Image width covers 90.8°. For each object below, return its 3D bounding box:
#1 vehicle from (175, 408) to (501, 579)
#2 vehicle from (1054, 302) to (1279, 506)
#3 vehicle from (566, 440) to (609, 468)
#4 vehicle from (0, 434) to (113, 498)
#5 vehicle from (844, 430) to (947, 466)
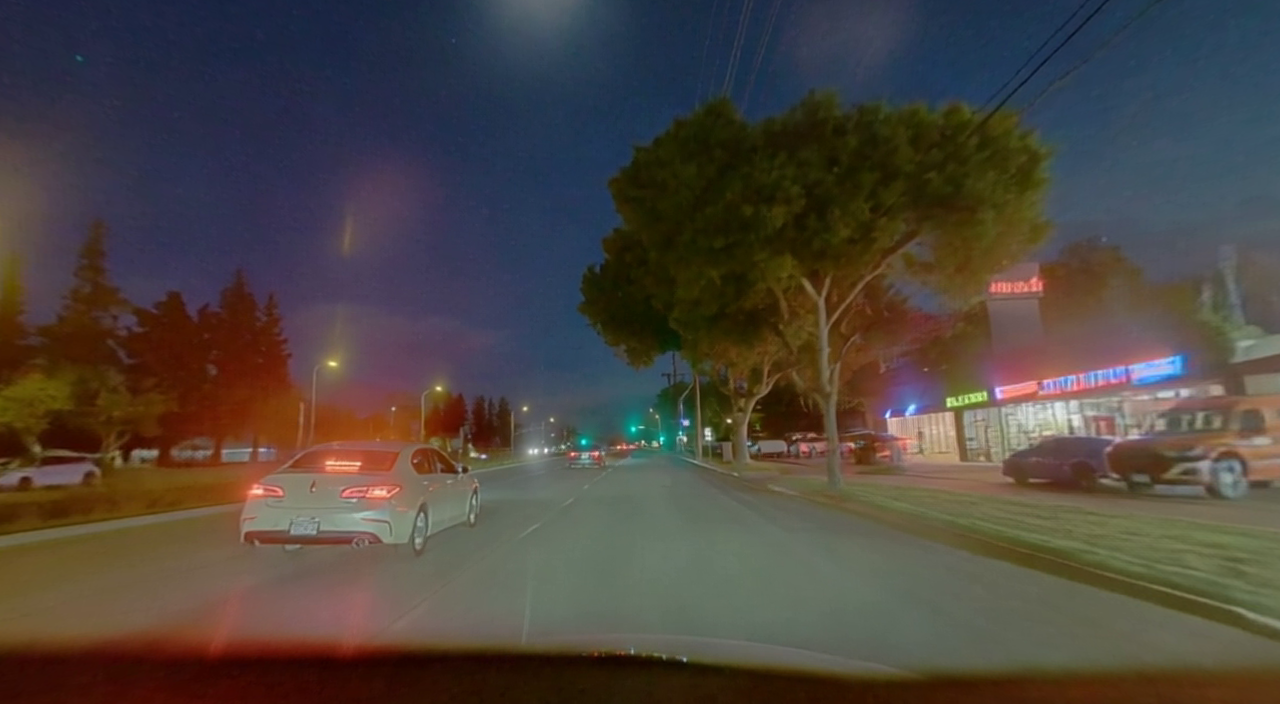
[{"bbox_3d":[-3.477,1.740,8.557,2.126,1.655,4.560,0,-9,0],"label":"vehicle"},{"bbox_3d":[15.148,1.228,14.974,8.300,4.310,2.832,-1,-8,0],"label":"vehicle"},{"bbox_3d":[-2.961,5.867,36.491,1.955,1.461,4.396,0,-9,1],"label":"vehicle"},{"bbox_3d":[-25.993,4.846,27.052,2.393,2.465,5.027,-1,-9,0],"label":"vehicle"},{"bbox_3d":[14.019,5.268,34.842,4.697,1.518,1.990,-4,-7,-3],"label":"vehicle"}]
